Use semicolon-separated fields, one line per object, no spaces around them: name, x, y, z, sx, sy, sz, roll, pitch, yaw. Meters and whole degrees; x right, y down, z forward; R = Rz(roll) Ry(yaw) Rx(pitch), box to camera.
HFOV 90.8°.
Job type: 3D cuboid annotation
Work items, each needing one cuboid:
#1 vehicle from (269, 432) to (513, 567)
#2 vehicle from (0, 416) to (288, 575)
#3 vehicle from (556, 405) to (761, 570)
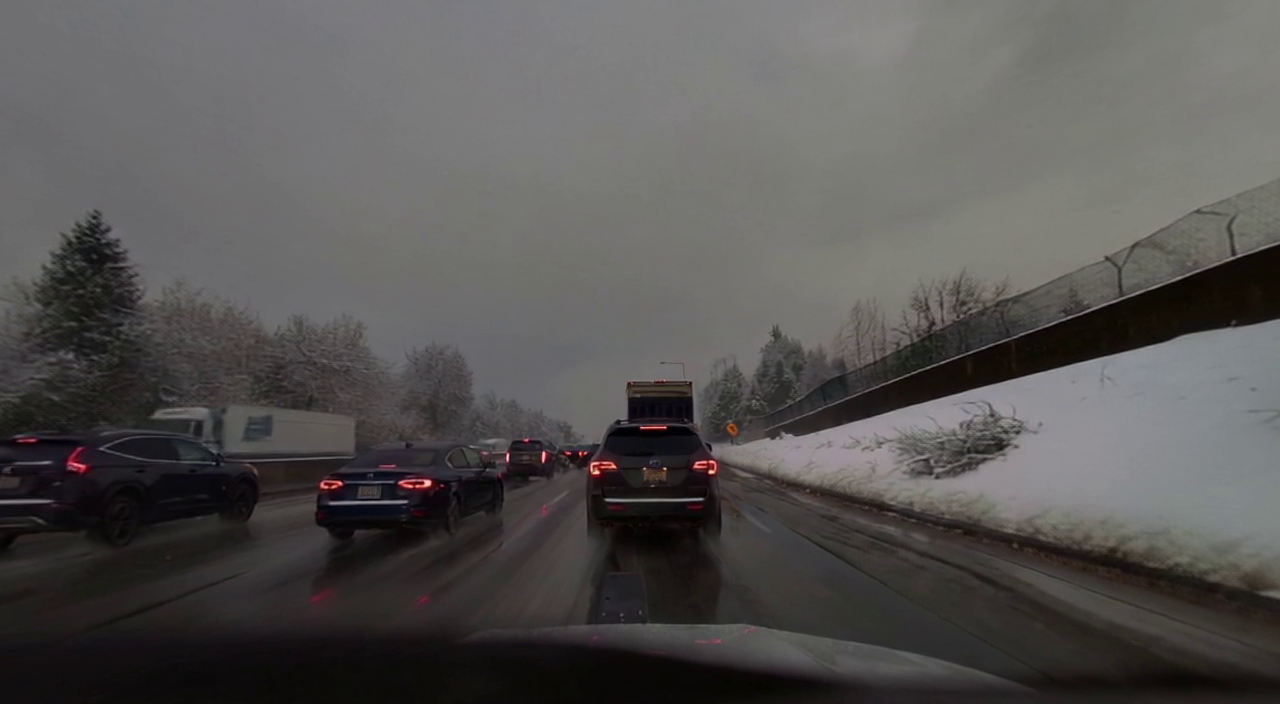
vehicle;-3.242;1.994;9.230;1.917;1.506;3.949;0;-9;1
vehicle;-7.464;1.912;9.170;1.986;1.700;4.558;0;-9;1
vehicle;0.152;1.875;9.555;2.210;1.760;5.303;0;-9;-1
